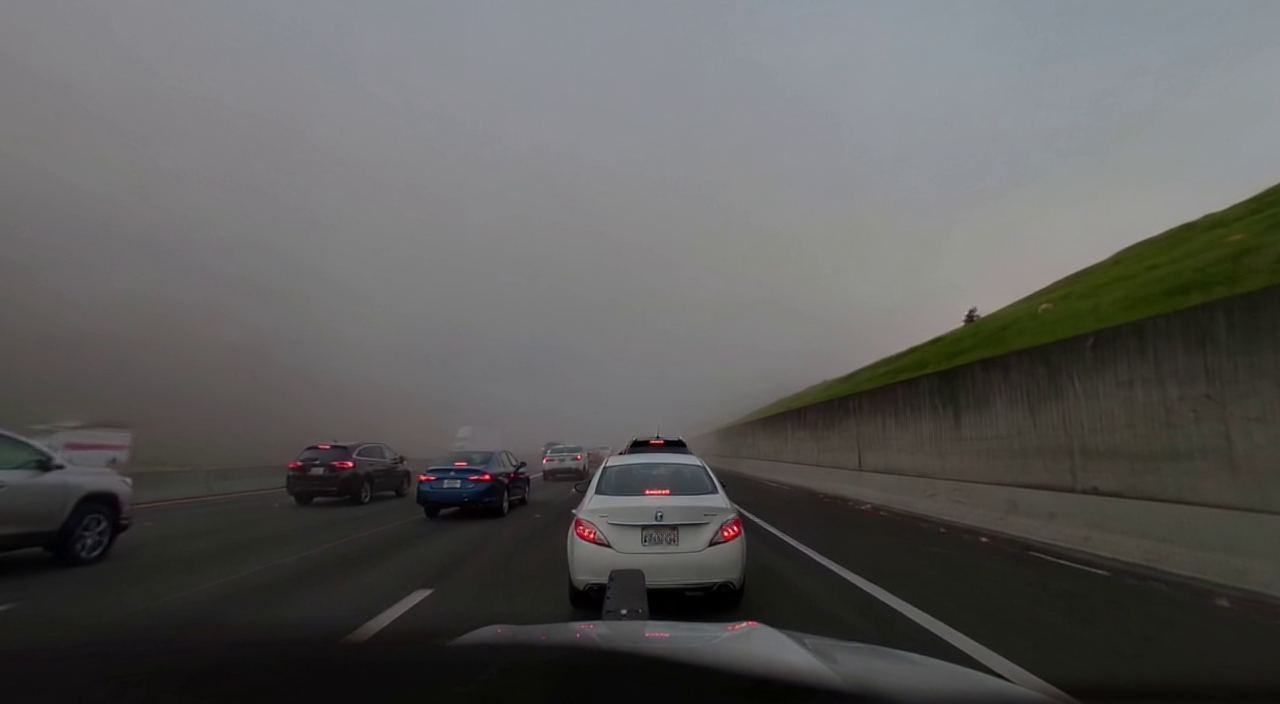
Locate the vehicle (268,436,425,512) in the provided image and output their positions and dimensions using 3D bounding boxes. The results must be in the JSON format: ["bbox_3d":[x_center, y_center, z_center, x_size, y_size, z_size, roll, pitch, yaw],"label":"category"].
[{"bbox_3d":[-7.510,3.157,16.776,1.986,1.700,4.558,0,-9,0],"label":"vehicle"}]

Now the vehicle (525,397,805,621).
[{"bbox_3d":[0.159,1.653,7.735,2.210,1.760,5.303,0,-9,-1],"label":"vehicle"}]

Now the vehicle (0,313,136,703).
[{"bbox_3d":[-3.531,0.517,0.588,2.085,1.893,4.880,0,-9,-1],"label":"vehicle"}]

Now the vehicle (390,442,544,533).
[{"bbox_3d":[-3.229,2.596,12.679,1.917,1.506,3.949,0,-9,1],"label":"vehicle"}]
